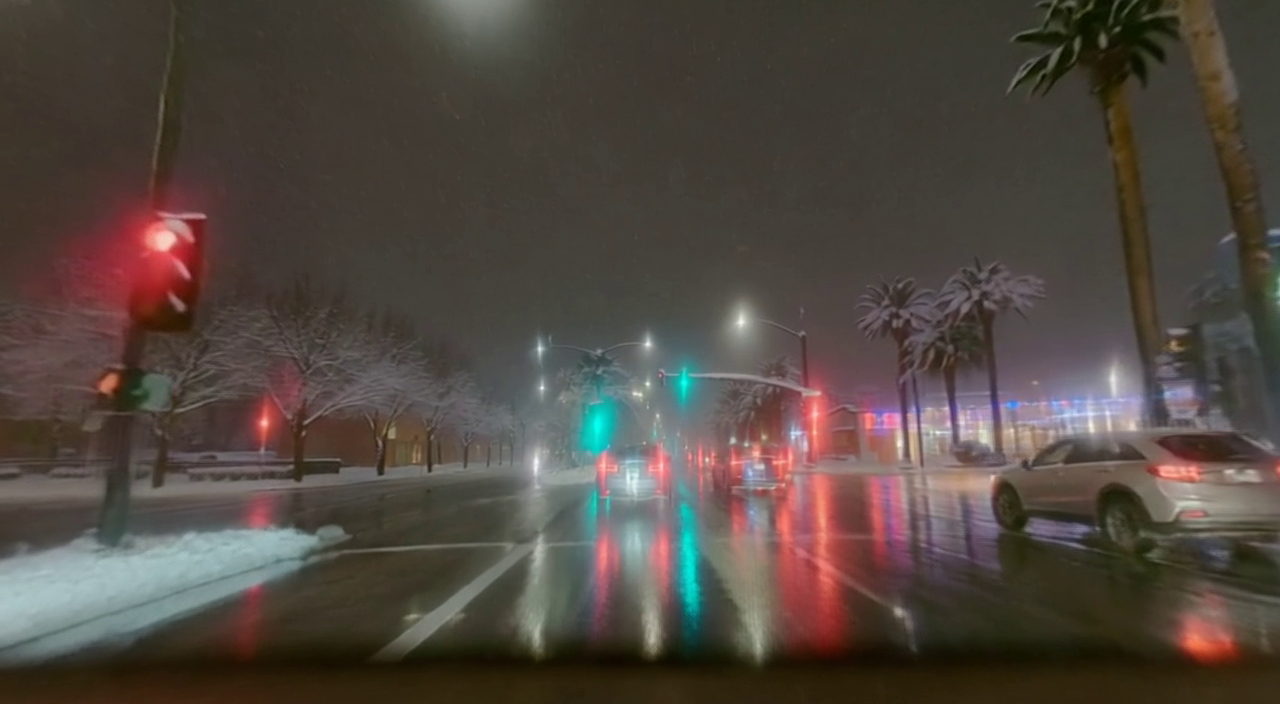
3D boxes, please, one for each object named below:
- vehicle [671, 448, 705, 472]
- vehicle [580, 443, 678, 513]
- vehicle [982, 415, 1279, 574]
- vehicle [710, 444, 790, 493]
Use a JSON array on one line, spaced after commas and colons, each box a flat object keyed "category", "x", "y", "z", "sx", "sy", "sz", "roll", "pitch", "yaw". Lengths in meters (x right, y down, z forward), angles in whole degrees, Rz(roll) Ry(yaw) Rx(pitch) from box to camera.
[{"category": "vehicle", "x": 3.326, "y": 7.595, "z": 44.756, "sx": 2.012, "sy": 1.570, "sz": 4.600, "roll": 0, "pitch": -8, "yaw": 0}, {"category": "vehicle", "x": -0.280, "y": 3.005, "z": 15.605, "sx": 2.110, "sy": 1.487, "sz": 3.873, "roll": 0, "pitch": -8, "yaw": -1}, {"category": "vehicle", "x": 6.934, "y": 1.817, "z": 8.832, "sx": 1.940, "sy": 1.674, "sz": 4.085, "roll": 0, "pitch": -8, "yaw": -1}, {"category": "vehicle", "x": 3.708, "y": 3.995, "z": 22.104, "sx": 1.892, "sy": 1.532, "sz": 4.177, "roll": 0, "pitch": -8, "yaw": -2}]
